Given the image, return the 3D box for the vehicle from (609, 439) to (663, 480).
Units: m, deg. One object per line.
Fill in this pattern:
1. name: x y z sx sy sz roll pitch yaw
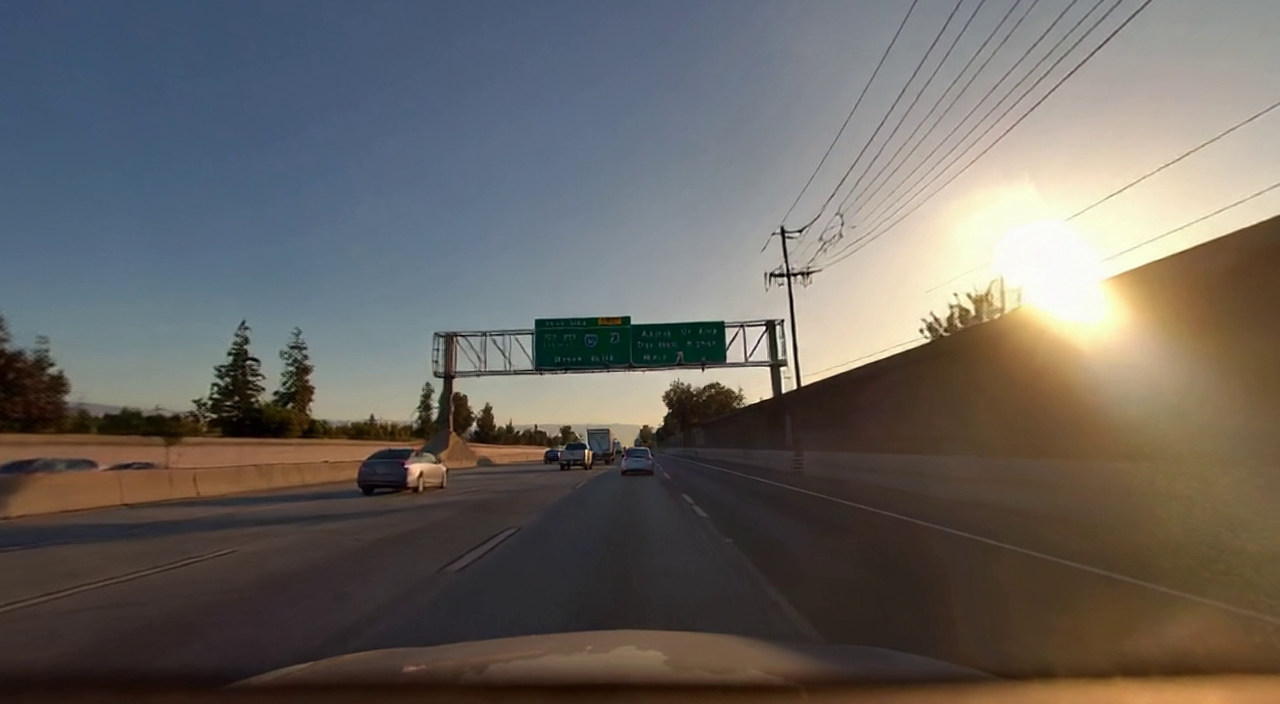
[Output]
1. vehicle: -0.148 4.638 27.361 2.178 1.640 4.071 0 -9 0

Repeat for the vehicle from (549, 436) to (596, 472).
1. vehicle: -3.735 5.746 35.603 2.109 1.840 4.614 0 -9 1

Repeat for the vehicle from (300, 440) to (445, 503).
1. vehicle: -7.268 3.285 17.749 2.025 1.510 4.582 0 -9 1
